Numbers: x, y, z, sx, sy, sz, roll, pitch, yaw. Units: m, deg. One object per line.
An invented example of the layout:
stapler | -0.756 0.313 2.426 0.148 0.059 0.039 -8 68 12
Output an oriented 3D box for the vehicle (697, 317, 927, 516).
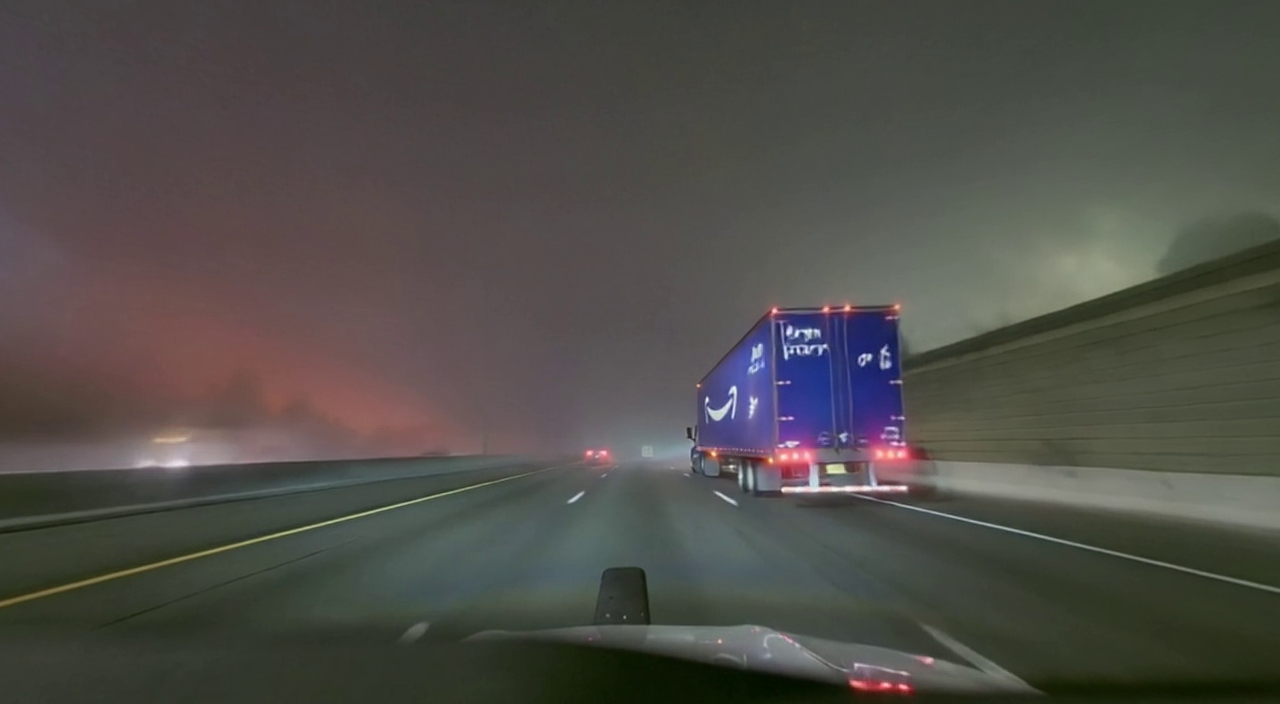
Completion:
vehicle | 4.207 2.534 21.230 2.928 4.021 17.190 0 -9 0
